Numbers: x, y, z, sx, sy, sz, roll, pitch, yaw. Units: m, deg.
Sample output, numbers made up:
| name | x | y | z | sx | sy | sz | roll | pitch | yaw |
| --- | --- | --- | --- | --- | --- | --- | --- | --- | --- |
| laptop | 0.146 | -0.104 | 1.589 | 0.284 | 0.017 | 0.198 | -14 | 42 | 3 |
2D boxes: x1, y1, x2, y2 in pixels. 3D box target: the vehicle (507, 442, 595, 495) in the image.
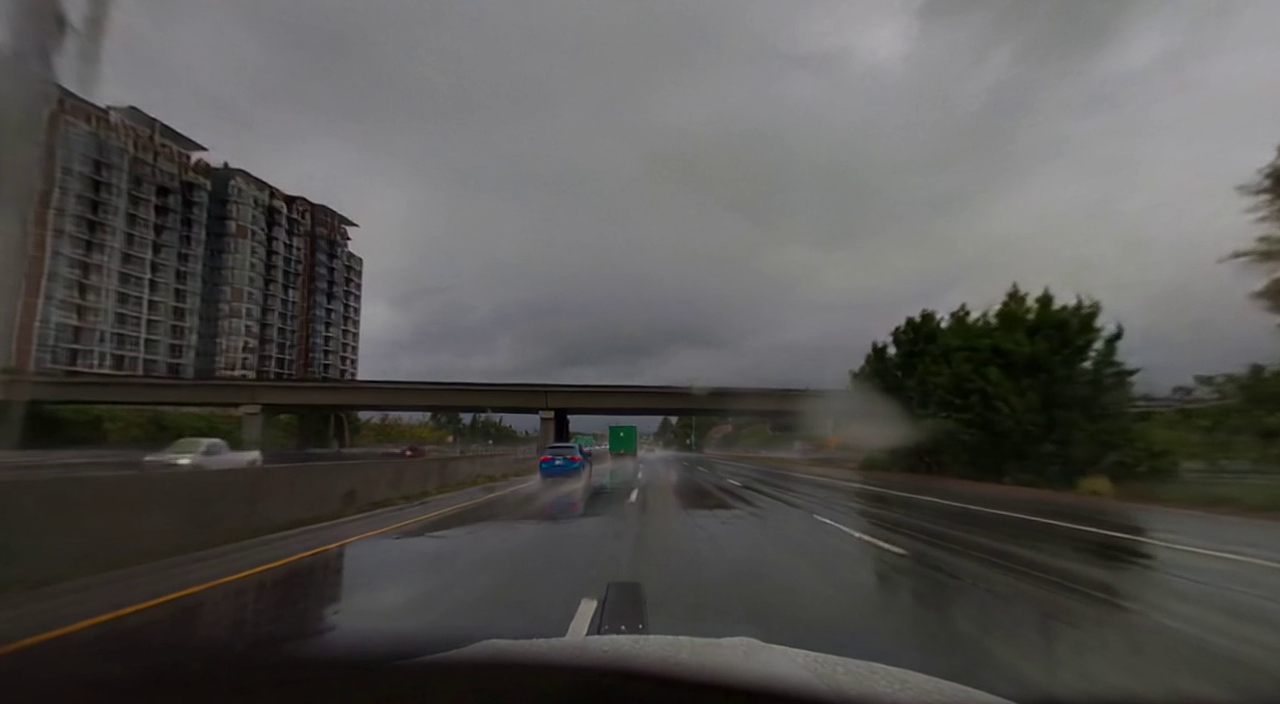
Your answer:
| name | x | y | z | sx | sy | sz | roll | pitch | yaw |
| --- | --- | --- | --- | --- | --- | --- | --- | --- | --- |
| vehicle | -2.675 | 3.640 | 20.107 | 2.039 | 1.478 | 4.483 | 0 | -9 | 2 |
